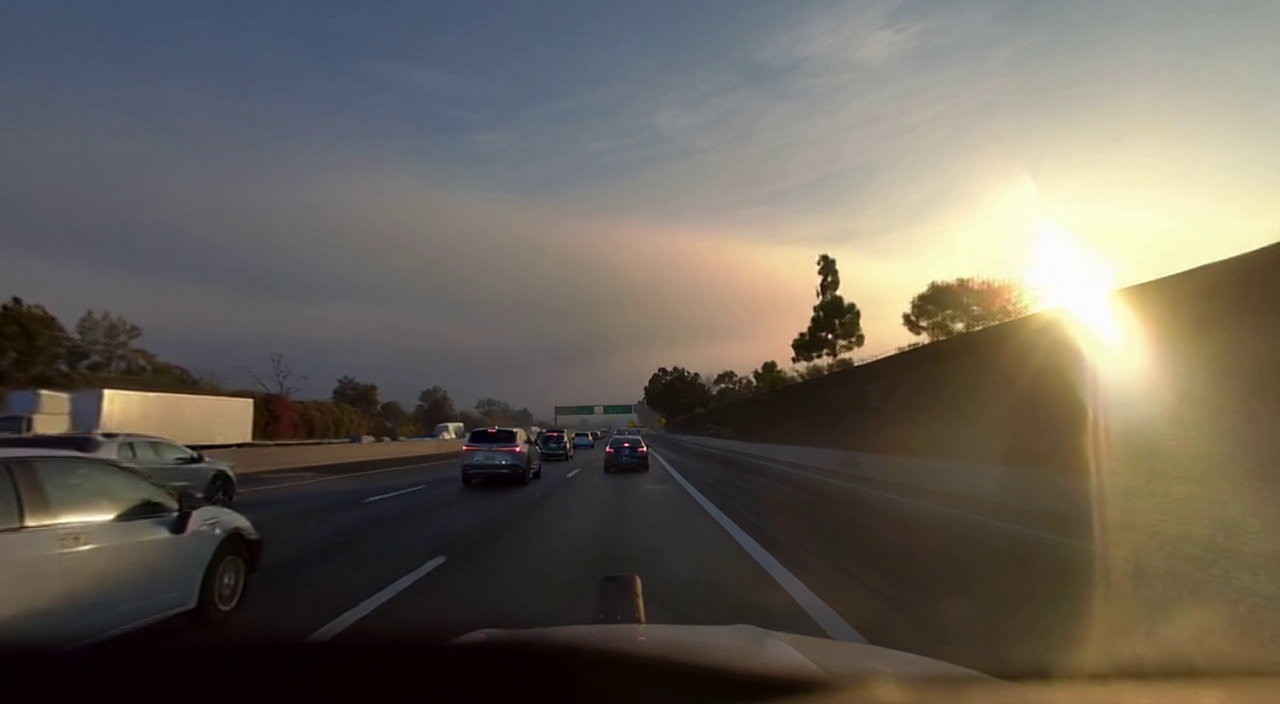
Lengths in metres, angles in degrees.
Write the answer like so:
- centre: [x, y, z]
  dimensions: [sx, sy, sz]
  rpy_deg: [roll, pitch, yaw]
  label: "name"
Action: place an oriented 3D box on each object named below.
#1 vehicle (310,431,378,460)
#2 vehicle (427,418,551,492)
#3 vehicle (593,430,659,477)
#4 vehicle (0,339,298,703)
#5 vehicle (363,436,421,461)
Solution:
- centre: [-19.648, 6.202, 41.998]
  dimensions: [2.196, 1.833, 4.749]
  rpy_deg: [0, -8, 0]
  label: "vehicle"
- centre: [-3.859, 2.722, 17.025]
  dimensions: [2.154, 1.690, 4.595]
  rpy_deg: [0, -8, 1]
  label: "vehicle"
- centre: [-0.470, 3.431, 21.538]
  dimensions: [2.070, 1.452, 3.834]
  rpy_deg: [0, -8, -1]
  label: "vehicle"
- centre: [-3.799, 0.825, 2.835]
  dimensions: [2.107, 1.703, 4.274]
  rpy_deg: [0, -8, 0]
  label: "vehicle"
- centre: [-15.431, 6.008, 39.369]
  dimensions: [1.892, 1.467, 4.376]
  rpy_deg: [0, -8, -1]
  label: "vehicle"
